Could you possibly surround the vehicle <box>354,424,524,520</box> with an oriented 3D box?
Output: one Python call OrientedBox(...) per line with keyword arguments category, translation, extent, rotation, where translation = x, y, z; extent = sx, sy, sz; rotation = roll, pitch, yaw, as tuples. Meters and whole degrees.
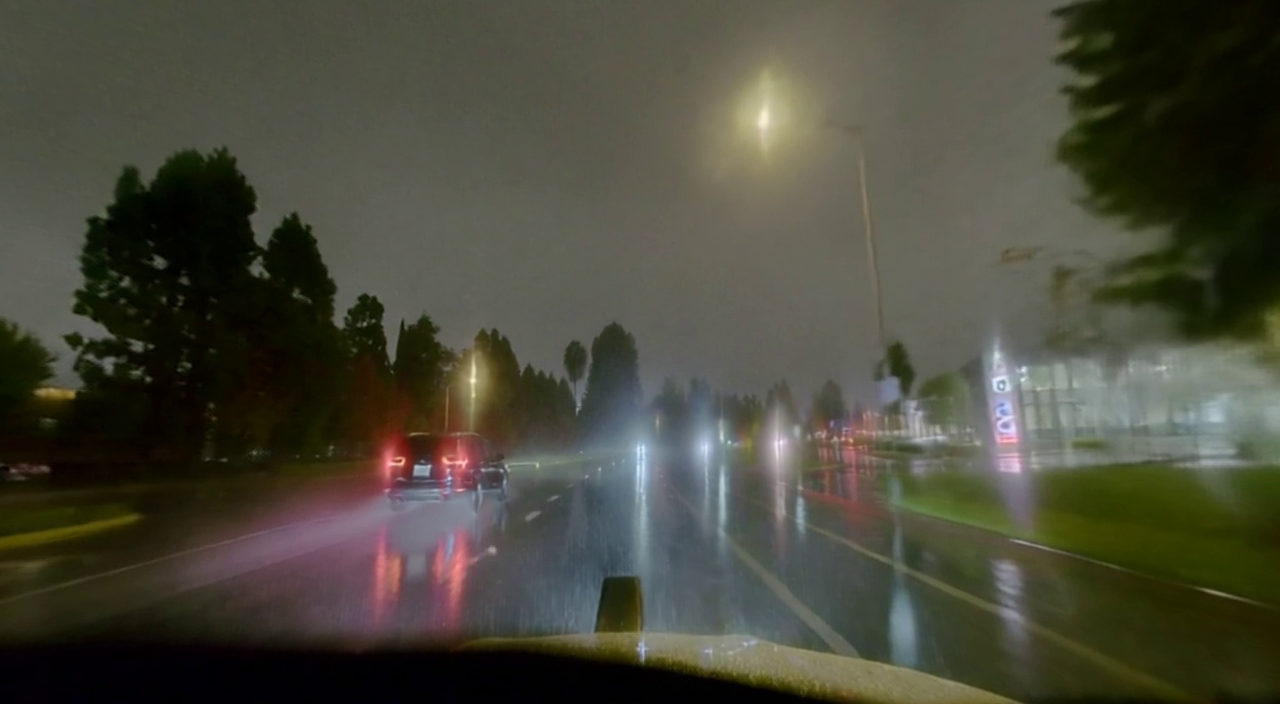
OrientedBox(category="vehicle", translation=(-4.035, 2.506, 13.654), extent=(2.121, 1.724, 4.392), rotation=(0, -9, 1))
